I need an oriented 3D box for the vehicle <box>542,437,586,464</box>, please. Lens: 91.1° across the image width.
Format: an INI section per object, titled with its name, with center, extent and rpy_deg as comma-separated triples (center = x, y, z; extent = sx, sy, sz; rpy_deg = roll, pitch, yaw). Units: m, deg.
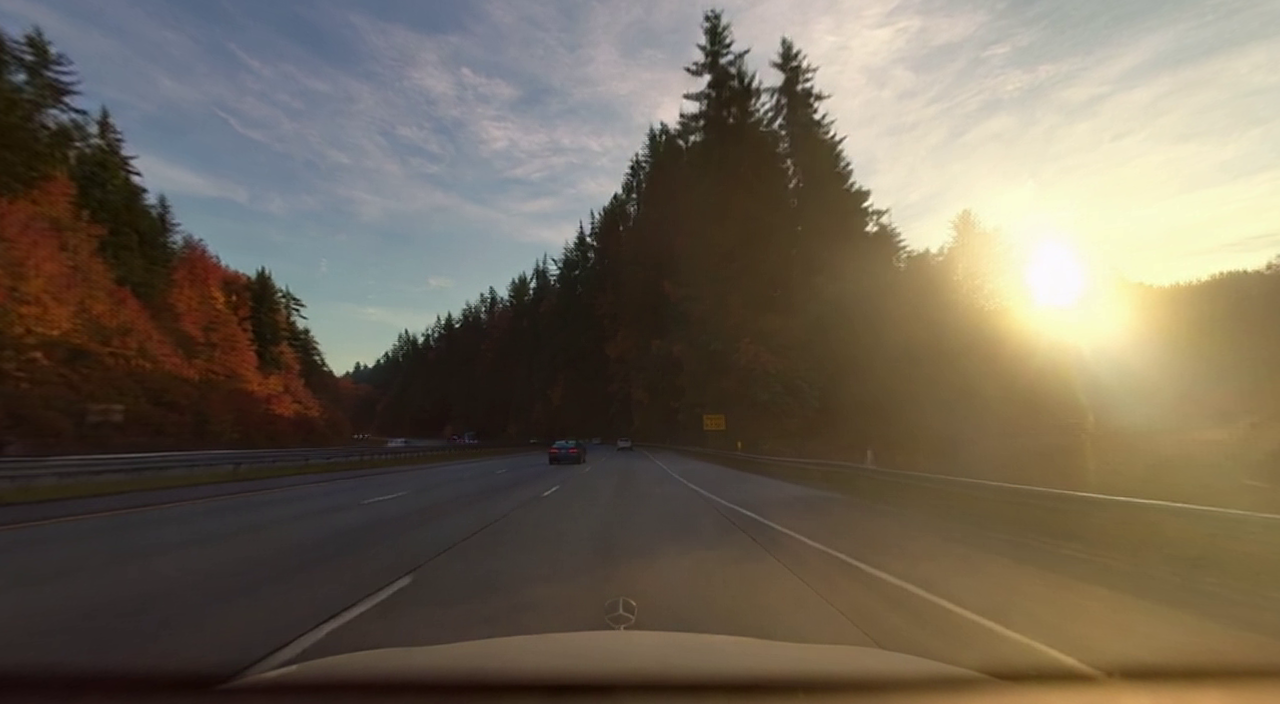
[vehicle]
center = -4.442, 5.839, 37.383
extent = 2.004, 1.497, 4.260
rpy_deg = 0, -8, 1
